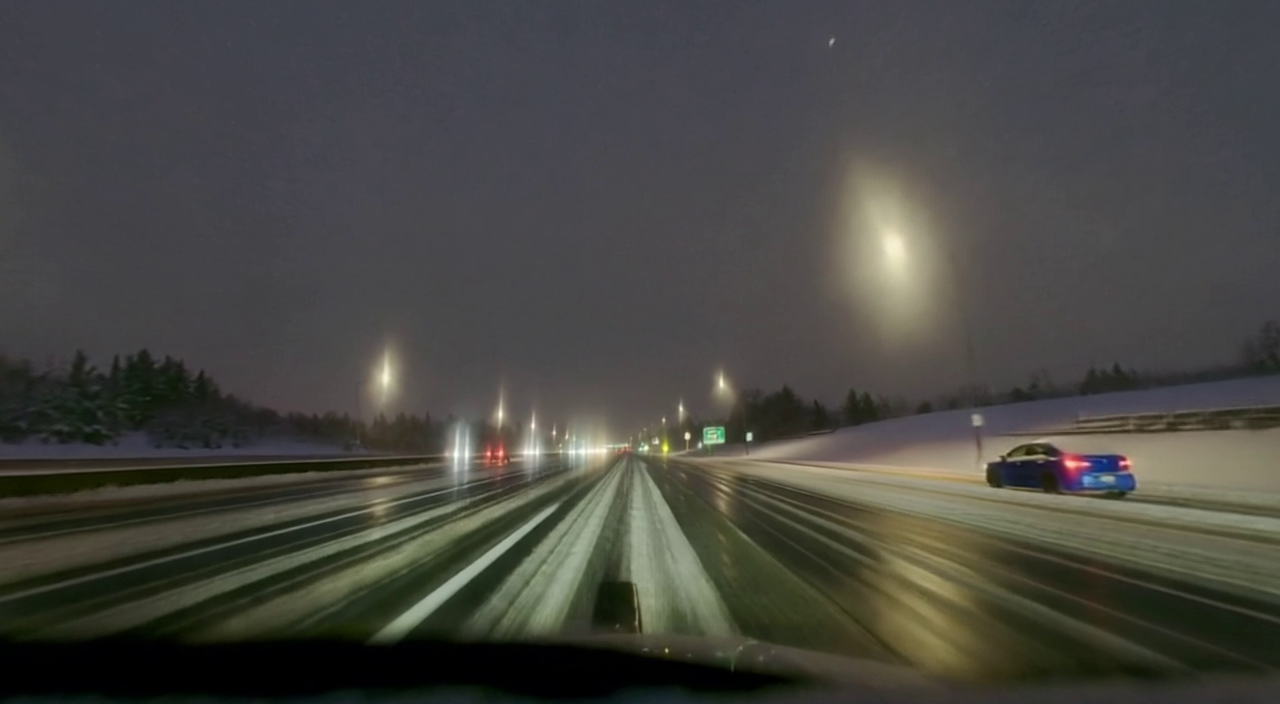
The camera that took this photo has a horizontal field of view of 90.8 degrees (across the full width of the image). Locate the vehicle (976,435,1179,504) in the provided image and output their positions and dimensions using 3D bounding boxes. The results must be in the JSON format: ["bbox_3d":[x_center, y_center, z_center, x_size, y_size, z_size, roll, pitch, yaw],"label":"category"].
[{"bbox_3d":[10.958,2.954,16.362,1.985,1.493,4.486,0,-8,-1],"label":"vehicle"}]
